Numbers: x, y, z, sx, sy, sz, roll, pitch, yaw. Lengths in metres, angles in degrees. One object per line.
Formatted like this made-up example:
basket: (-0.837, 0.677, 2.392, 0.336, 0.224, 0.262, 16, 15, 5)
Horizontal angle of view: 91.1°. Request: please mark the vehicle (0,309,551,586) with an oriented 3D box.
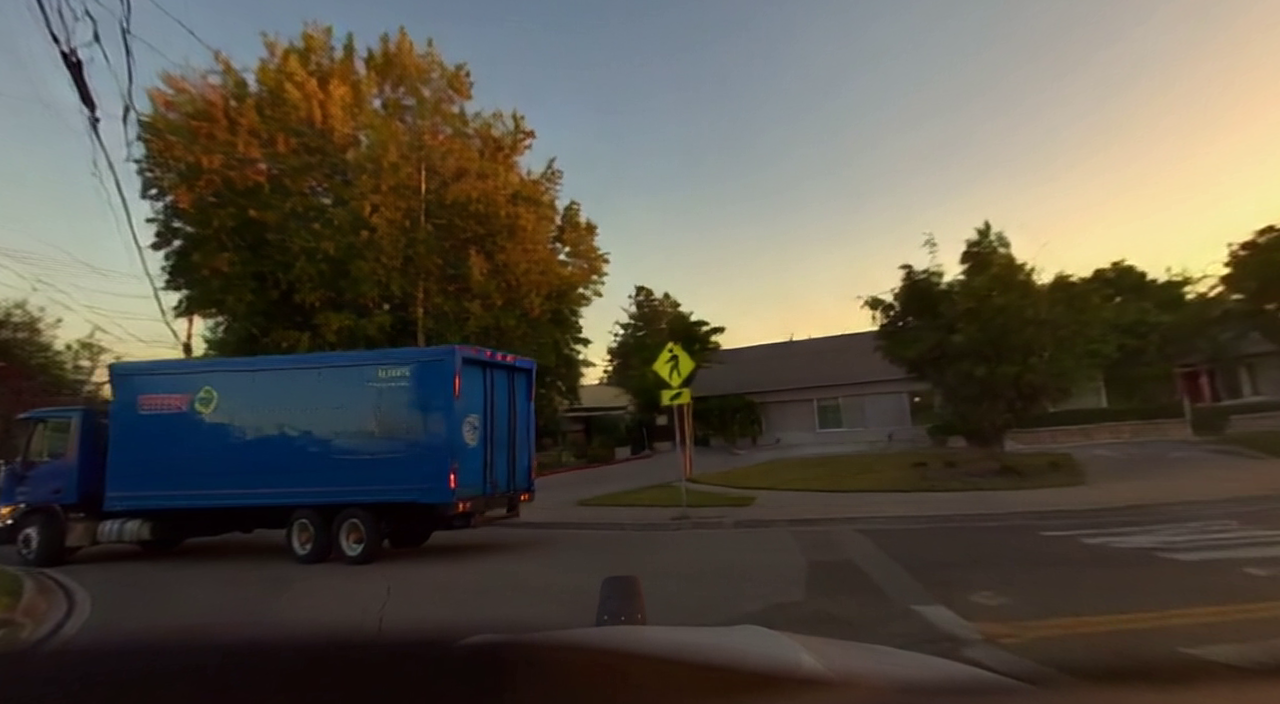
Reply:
vehicle: (-6.493, 1.552, 10.671, 9.680, 3.326, 2.838, -3, -8, 21)
